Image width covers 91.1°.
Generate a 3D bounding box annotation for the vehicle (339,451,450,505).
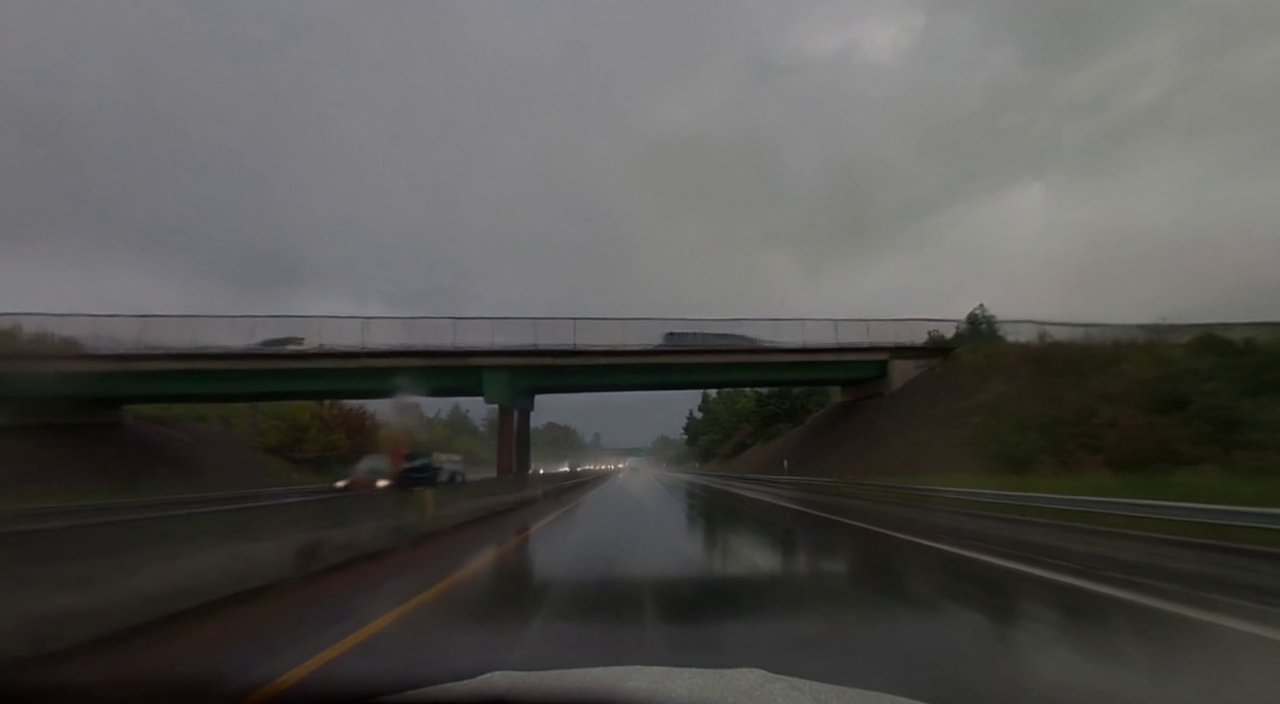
[{"bbox_3d":[-9.204,4.778,24.088,2.150,1.806,5.014,1,-10,1],"label":"vehicle"}]
